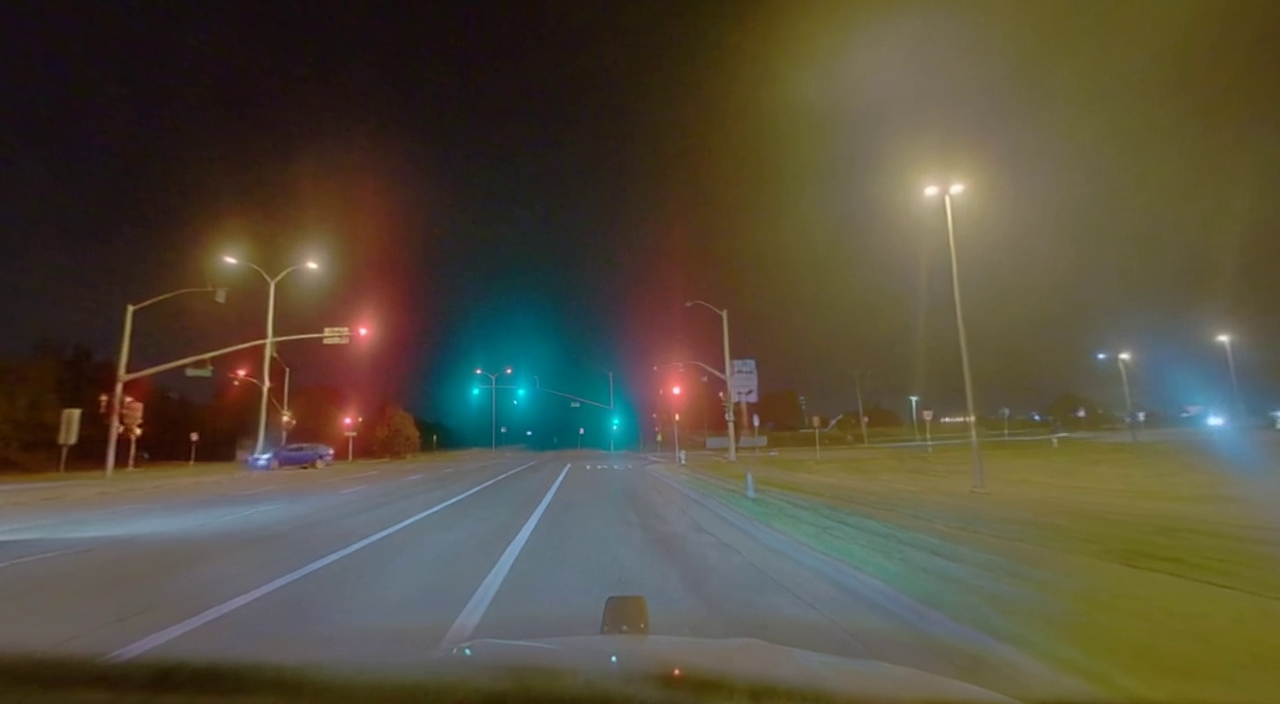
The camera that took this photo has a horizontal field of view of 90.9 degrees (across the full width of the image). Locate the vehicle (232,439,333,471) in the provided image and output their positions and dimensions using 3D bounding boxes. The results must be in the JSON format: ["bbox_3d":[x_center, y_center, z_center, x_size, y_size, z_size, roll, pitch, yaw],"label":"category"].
[{"bbox_3d":[-18.617,5.347,33.058,1.837,1.530,4.570,-3,-9,15],"label":"vehicle"}]
